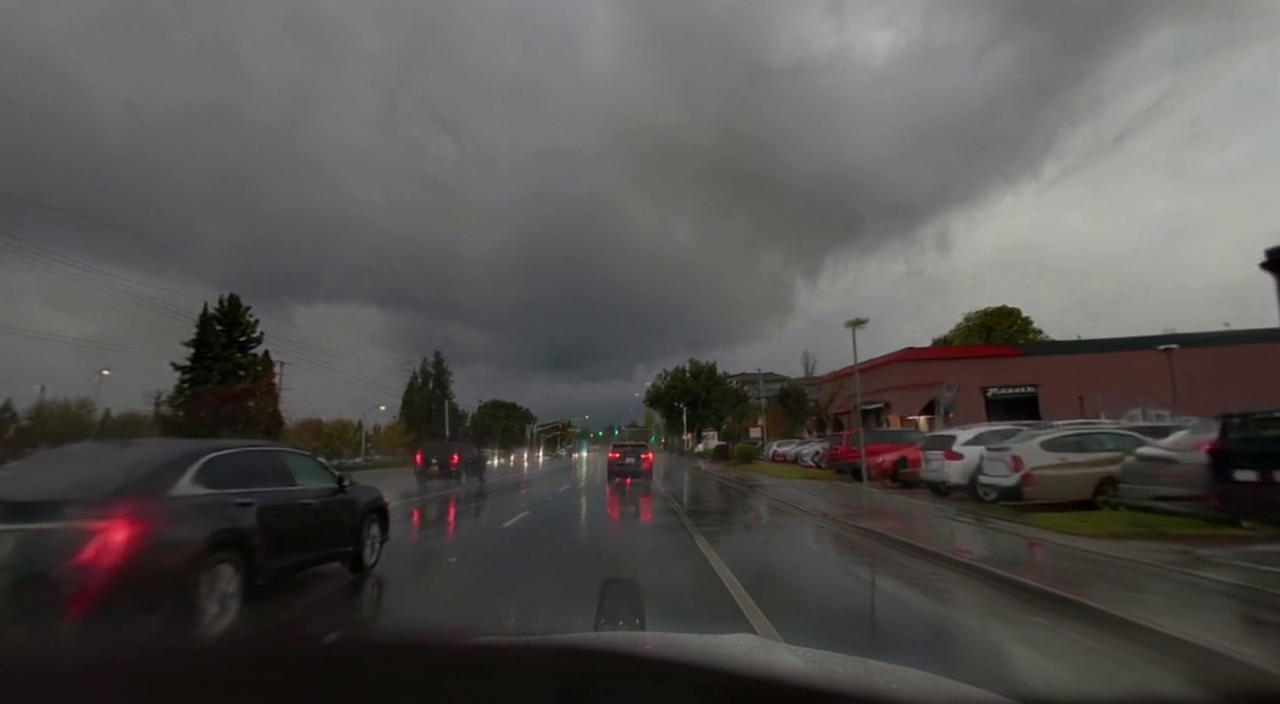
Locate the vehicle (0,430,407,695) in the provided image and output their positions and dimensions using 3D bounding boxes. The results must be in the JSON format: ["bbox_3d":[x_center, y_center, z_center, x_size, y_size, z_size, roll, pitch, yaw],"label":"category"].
[{"bbox_3d":[-4.099,1.550,6.001,1.973,1.456,4.850,0,-9,-1],"label":"vehicle"}]

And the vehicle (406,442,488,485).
[{"bbox_3d":[-8.065,4.687,26.922,2.038,1.649,4.665,0,-9,-1],"label":"vehicle"}]

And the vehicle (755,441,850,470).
[{"bbox_3d":[8.734,5.588,34.166,4.619,1.523,1.873,0,-9,1],"label":"vehicle"}]

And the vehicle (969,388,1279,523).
[{"bbox_3d":[9.003,1.640,10.755,5.501,1.720,2.257,-4,-8,-5],"label":"vehicle"}]

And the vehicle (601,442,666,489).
[{"bbox_3d":[-0.271,3.879,21.915,2.061,1.469,3.954,0,-9,-2],"label":"vehicle"}]
